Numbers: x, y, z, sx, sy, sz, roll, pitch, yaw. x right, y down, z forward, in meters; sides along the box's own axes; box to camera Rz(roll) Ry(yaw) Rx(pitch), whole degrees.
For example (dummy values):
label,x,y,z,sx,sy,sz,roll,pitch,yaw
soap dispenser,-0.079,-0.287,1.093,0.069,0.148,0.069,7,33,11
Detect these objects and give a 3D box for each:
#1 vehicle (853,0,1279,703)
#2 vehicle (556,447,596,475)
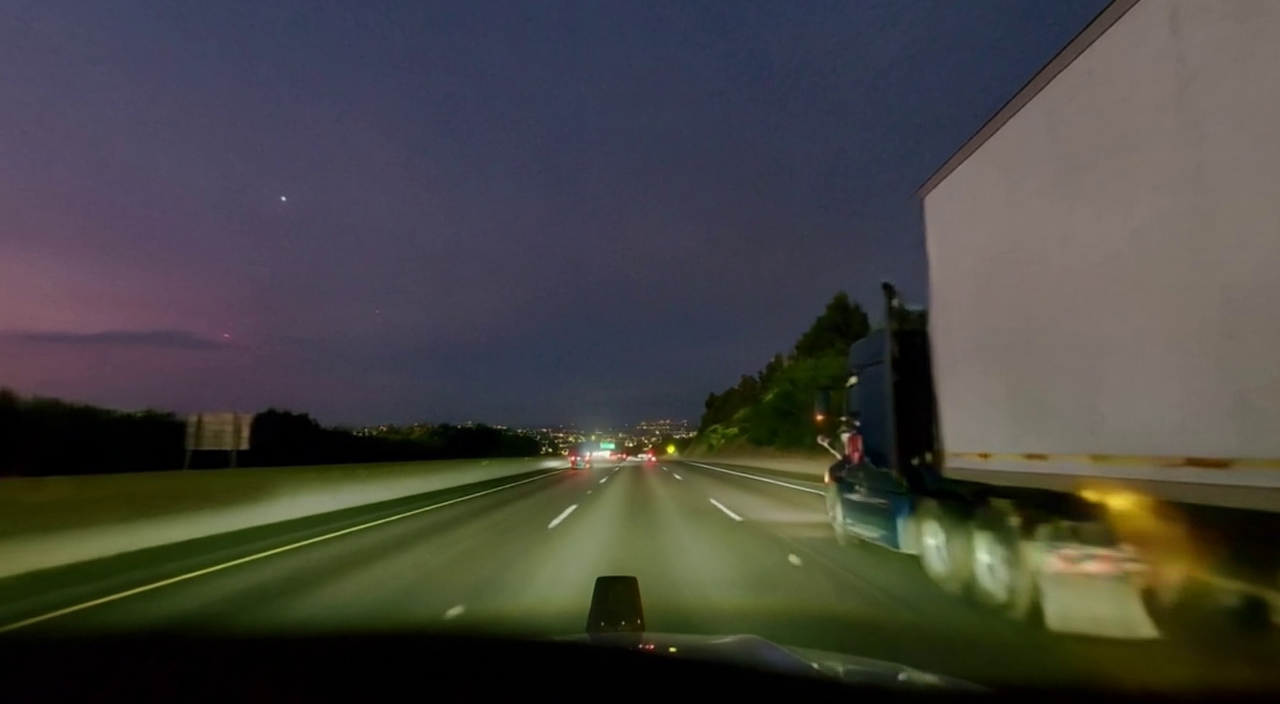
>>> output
label,x,y,z,sx,sy,sz,roll,pitch,yaw
vehicle,4.229,-0.641,0.563,3.025,4.005,14.010,0,-9,-1
vehicle,-3.709,6.383,37.039,1.918,1.510,4.006,0,-9,0
